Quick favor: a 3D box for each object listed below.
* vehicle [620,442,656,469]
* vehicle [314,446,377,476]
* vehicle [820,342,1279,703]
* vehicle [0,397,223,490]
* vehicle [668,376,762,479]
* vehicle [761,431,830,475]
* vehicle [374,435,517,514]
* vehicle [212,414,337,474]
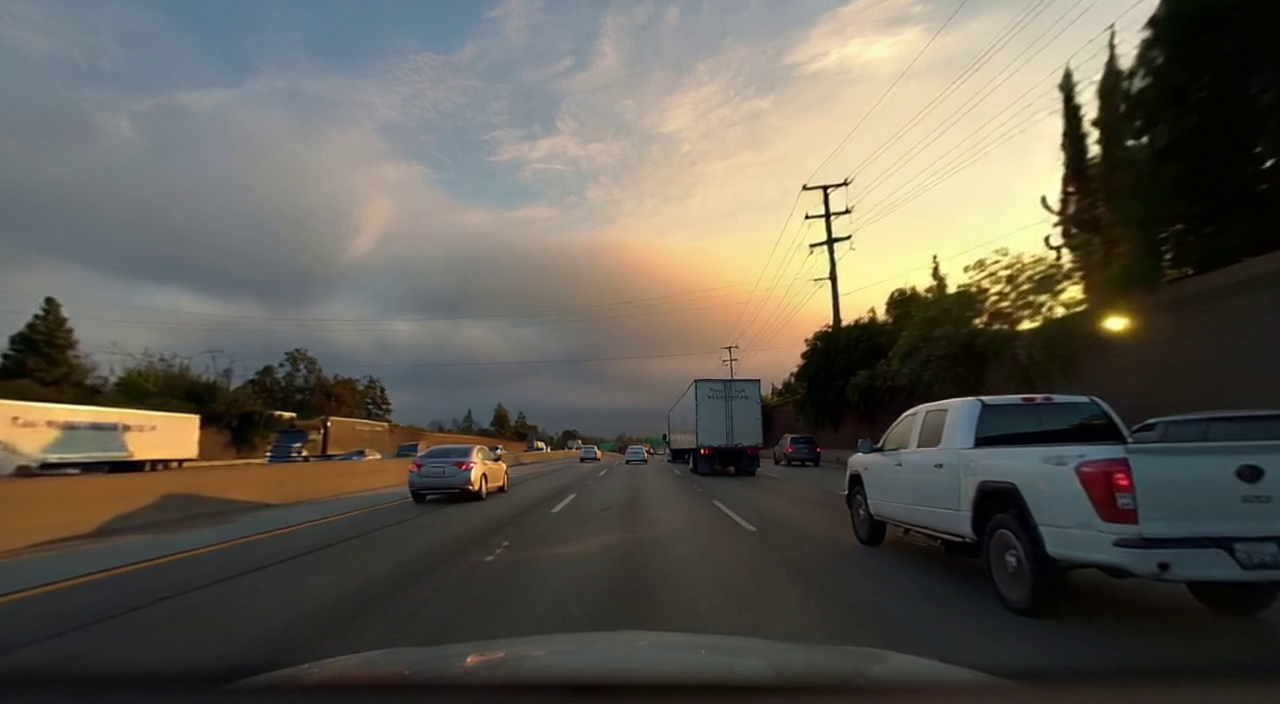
[{"bbox_3d":[-0.106,6.148,37.497,2.047,1.485,3.938,0,-8,1],"label":"vehicle"},{"bbox_3d":[-14.927,5.513,32.068,1.519,1.378,3.435,-1,-8,0],"label":"vehicle"},{"bbox_3d":[3.496,1.236,5.765,2.132,1.869,4.978,0,-8,-1],"label":"vehicle"},{"bbox_3d":[-28.975,4.825,33.745,3.049,3.899,16.316,0,-8,-3],"label":"vehicle"},{"bbox_3d":[3.358,4.200,33.351,2.907,4.109,16.177,0,-8,0],"label":"vehicle"},{"bbox_3d":[7.402,4.869,30.514,2.079,1.938,4.630,0,-8,-1],"label":"vehicle"},{"bbox_3d":[-4.187,2.686,14.287,1.968,1.507,3.829,0,-8,1],"label":"vehicle"},{"bbox_3d":[-22.380,5.726,39.166,3.028,3.310,7.561,0,-8,1],"label":"vehicle"}]
